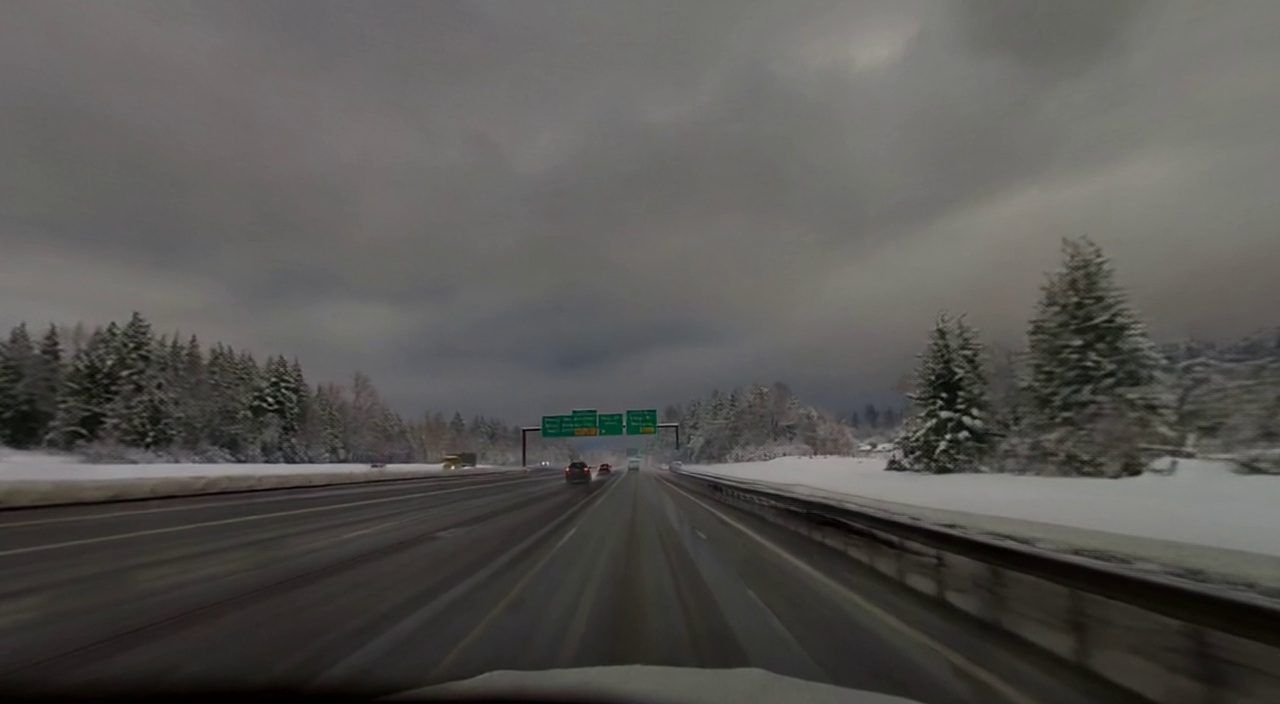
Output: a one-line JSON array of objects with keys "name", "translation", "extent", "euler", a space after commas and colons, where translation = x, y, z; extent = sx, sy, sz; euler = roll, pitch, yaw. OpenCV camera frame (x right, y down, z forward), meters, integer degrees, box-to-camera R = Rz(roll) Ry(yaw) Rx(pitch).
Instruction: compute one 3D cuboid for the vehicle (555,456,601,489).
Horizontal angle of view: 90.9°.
[{"name": "vehicle", "translation": [-3.295, 6.525, 34.109], "extent": [2.092, 1.642, 3.895], "euler": [1, -11, 0]}]
